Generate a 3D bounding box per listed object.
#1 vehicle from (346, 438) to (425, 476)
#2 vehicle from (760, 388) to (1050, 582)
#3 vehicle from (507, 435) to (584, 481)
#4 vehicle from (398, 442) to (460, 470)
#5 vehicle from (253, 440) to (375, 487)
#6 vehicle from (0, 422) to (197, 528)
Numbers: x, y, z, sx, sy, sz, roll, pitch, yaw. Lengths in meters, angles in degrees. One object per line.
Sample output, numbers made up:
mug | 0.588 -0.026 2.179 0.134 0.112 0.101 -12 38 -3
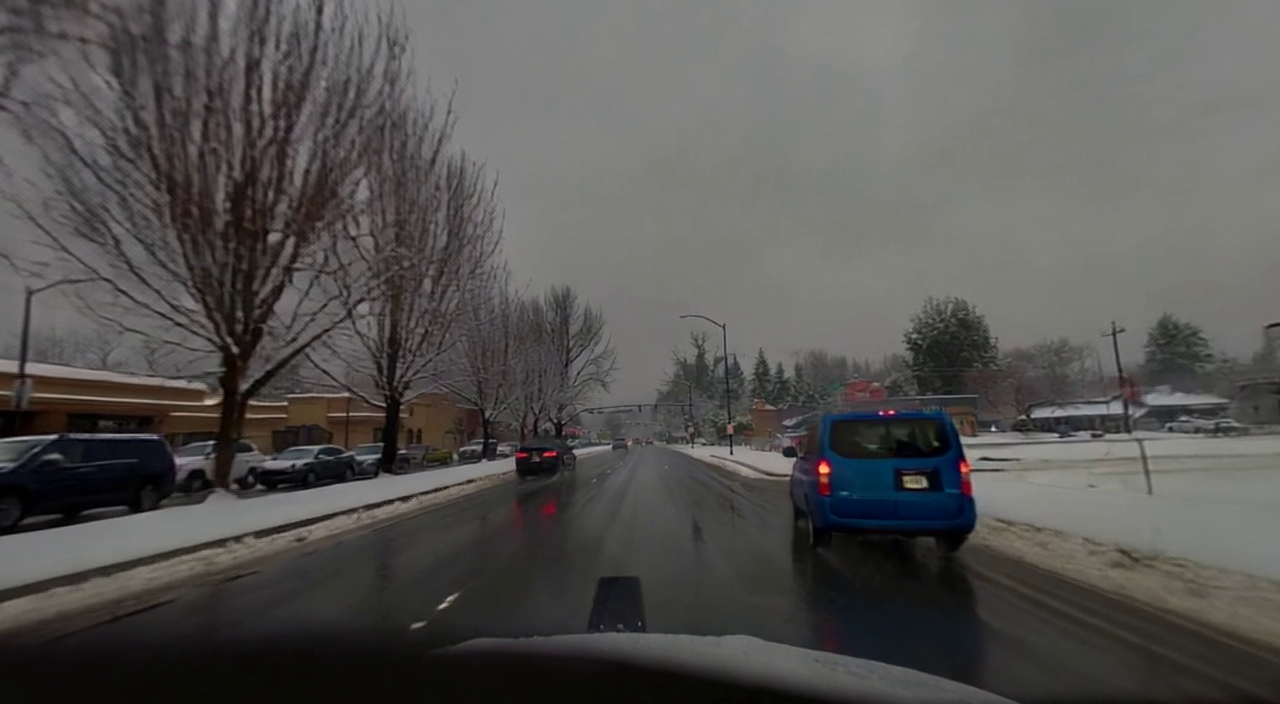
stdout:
vehicle | -11.677 4.834 29.087 1.852 1.621 4.166 0 -8 1
vehicle | 2.898 1.575 8.218 2.293 1.779 4.457 -1 -8 7
vehicle | -3.283 3.779 22.618 1.966 1.481 4.385 0 -8 2
vehicle | -11.788 5.809 35.357 1.948 1.453 4.431 0 -8 0
vehicle | -11.576 3.966 22.686 1.959 1.488 4.390 0 -8 1
vehicle | -11.997 2.438 12.922 2.117 1.787 4.917 0 -8 0
